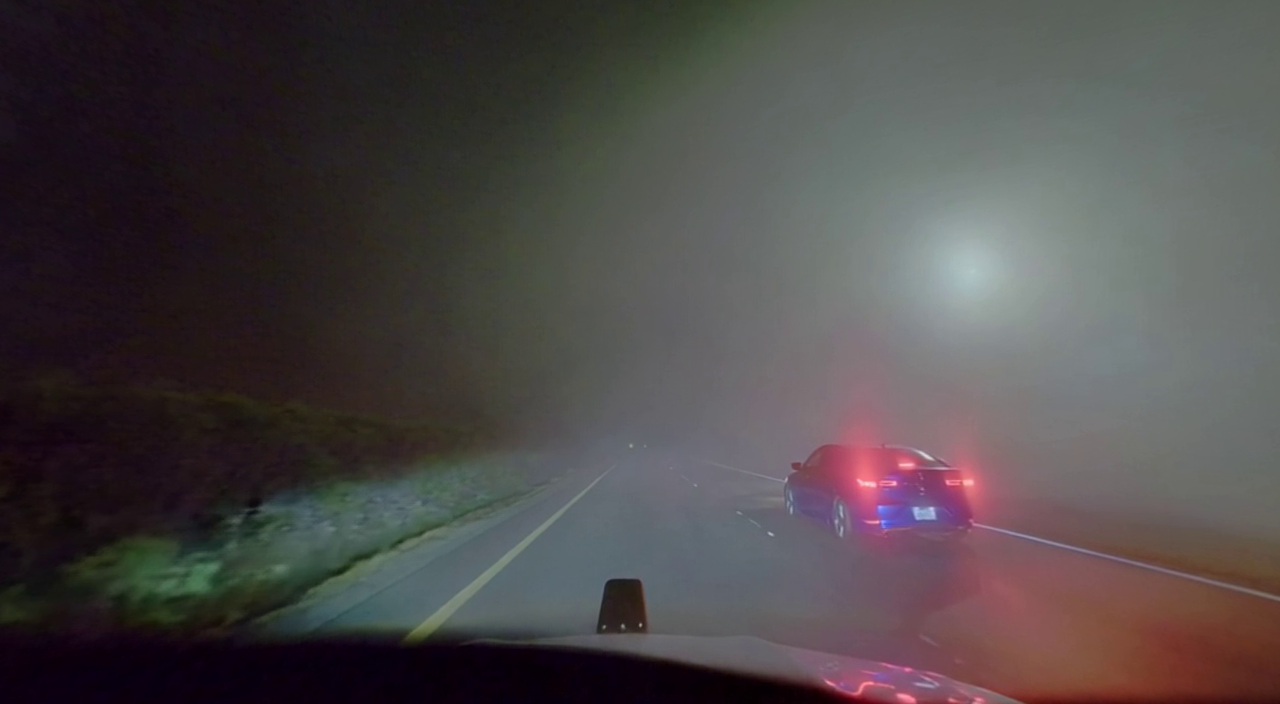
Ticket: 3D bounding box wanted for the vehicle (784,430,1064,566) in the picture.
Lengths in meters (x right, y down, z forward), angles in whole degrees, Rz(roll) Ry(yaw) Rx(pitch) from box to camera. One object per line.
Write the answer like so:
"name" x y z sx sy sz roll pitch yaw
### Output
"vehicle" 3.658 1.950 9.244 2.003 1.466 4.441 0 -8 0
